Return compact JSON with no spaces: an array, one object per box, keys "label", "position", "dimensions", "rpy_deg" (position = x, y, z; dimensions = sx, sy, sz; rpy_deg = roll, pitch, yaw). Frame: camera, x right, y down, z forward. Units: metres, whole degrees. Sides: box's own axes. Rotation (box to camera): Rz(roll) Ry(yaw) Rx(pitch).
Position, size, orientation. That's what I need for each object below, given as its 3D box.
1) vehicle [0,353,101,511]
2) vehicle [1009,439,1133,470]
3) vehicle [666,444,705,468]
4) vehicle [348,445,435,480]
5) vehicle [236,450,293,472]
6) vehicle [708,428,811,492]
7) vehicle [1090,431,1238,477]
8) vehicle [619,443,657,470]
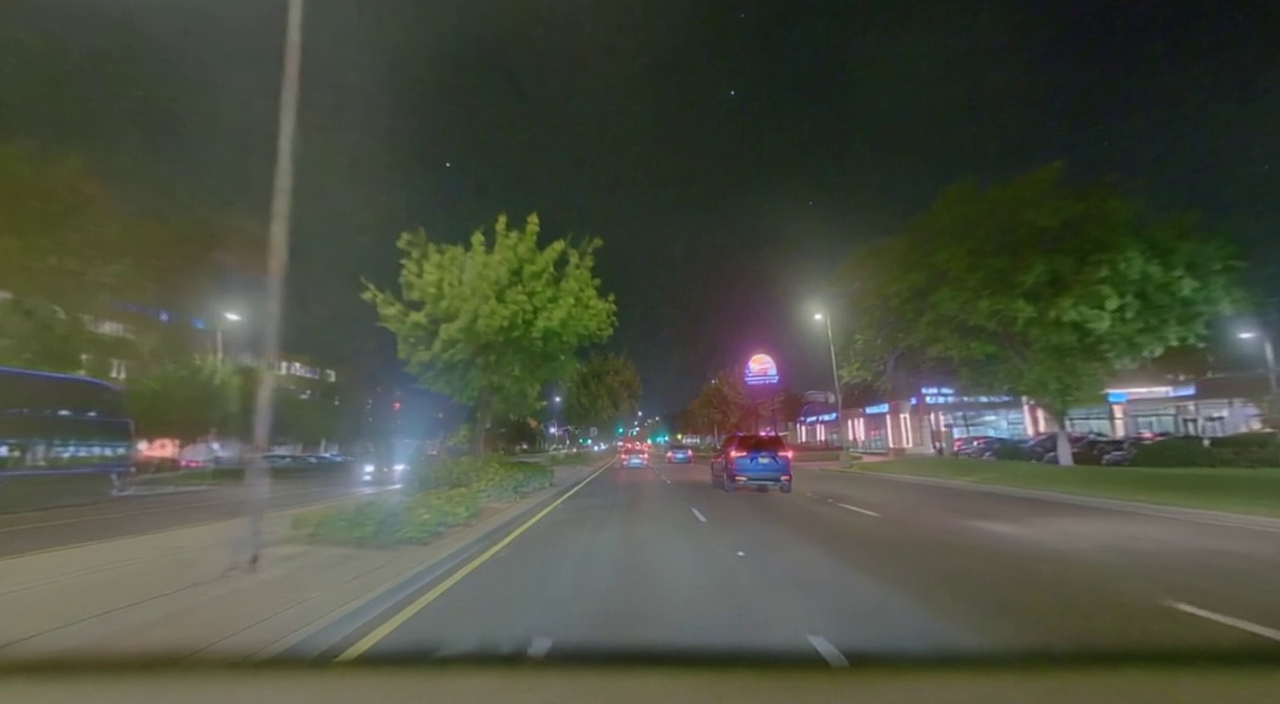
[{"label":"vehicle","position":[-18.928,1.405,11.997],"dimensions":[3.207,4.202,16.118],"rpy_deg":[0,-9,0]},{"label":"vehicle","position":[20.612,4.887,30.363],"dimensions":[4.451,1.400,2.108],"rpy_deg":[0,-8,-2]},{"label":"vehicle","position":[2.703,6.295,38.419],"dimensions":[1.970,1.402,3.756],"rpy_deg":[0,-8,-2]},{"label":"vehicle","position":[-11.639,5.200,30.076],"dimensions":[1.971,1.481,5.500],"rpy_deg":[0,-8,0]},{"label":"vehicle","position":[-28.208,8.198,47.645],"dimensions":[1.956,1.476,3.991],"rpy_deg":[-1,-8,-2]},{"label":"vehicle","position":[3.680,3.439,20.465],"dimensions":[2.140,1.811,4.593],"rpy_deg":[0,-8,-4]},{"label":"vehicle","position":[20.782,4.022,25.158],"dimensions":[4.162,1.546,2.051],"rpy_deg":[-2,-7,-6]},{"label":"vehicle","position":[-0.134,5.854,35.623],"dimensions":[2.056,1.440,3.798],"rpy_deg":[0,-8,-1]}]
